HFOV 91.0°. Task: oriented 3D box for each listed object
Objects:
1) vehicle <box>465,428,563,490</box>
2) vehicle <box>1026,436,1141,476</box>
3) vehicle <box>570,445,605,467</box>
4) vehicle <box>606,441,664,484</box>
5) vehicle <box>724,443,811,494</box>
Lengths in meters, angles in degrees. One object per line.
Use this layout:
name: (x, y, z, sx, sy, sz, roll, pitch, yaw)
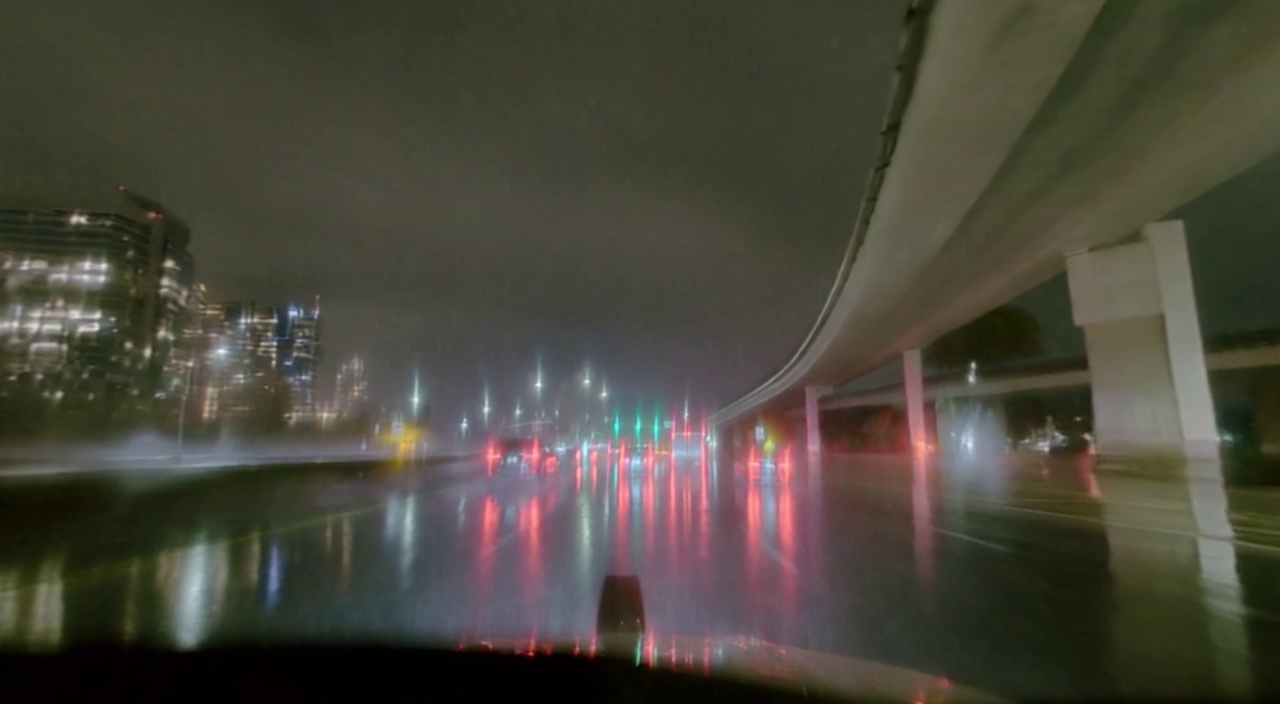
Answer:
vehicle: (-4.000, 3.511, 20.910, 2.142, 1.819, 4.648, 0, -9, 2)
vehicle: (24.239, 5.708, 34.846, 2.376, 1.988, 6.109, -1, -9, 6)
vehicle: (-3.537, 7.067, 42.911, 1.868, 1.431, 4.055, 0, -9, 2)
vehicle: (-0.178, 4.284, 24.699, 2.089, 1.493, 3.964, 0, -9, 0)
vehicle: (4.062, 3.774, 20.737, 1.974, 1.490, 3.994, 0, -9, -1)
